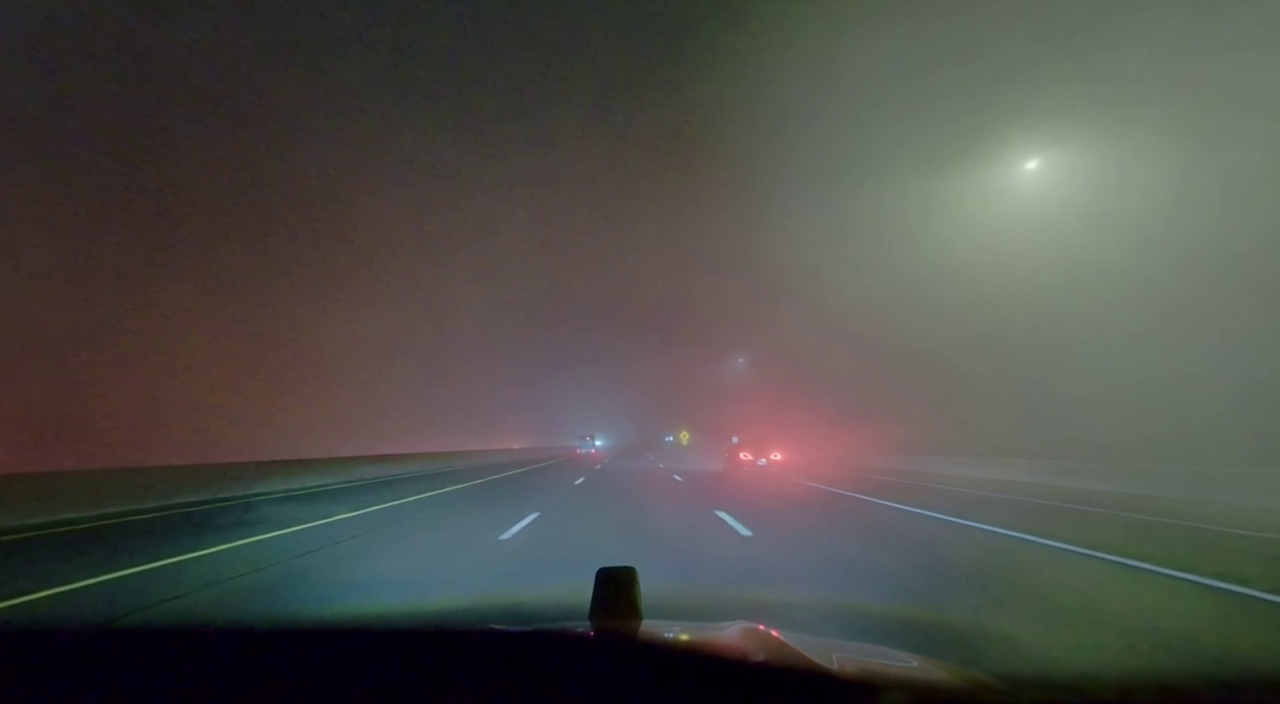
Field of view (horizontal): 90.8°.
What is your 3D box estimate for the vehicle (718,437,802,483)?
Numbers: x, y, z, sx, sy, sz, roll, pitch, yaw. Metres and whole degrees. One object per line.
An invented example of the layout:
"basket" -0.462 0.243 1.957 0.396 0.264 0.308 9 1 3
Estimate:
"vehicle" 4.194 3.872 22.849 2.060 1.485 4.274 0 -9 -2
